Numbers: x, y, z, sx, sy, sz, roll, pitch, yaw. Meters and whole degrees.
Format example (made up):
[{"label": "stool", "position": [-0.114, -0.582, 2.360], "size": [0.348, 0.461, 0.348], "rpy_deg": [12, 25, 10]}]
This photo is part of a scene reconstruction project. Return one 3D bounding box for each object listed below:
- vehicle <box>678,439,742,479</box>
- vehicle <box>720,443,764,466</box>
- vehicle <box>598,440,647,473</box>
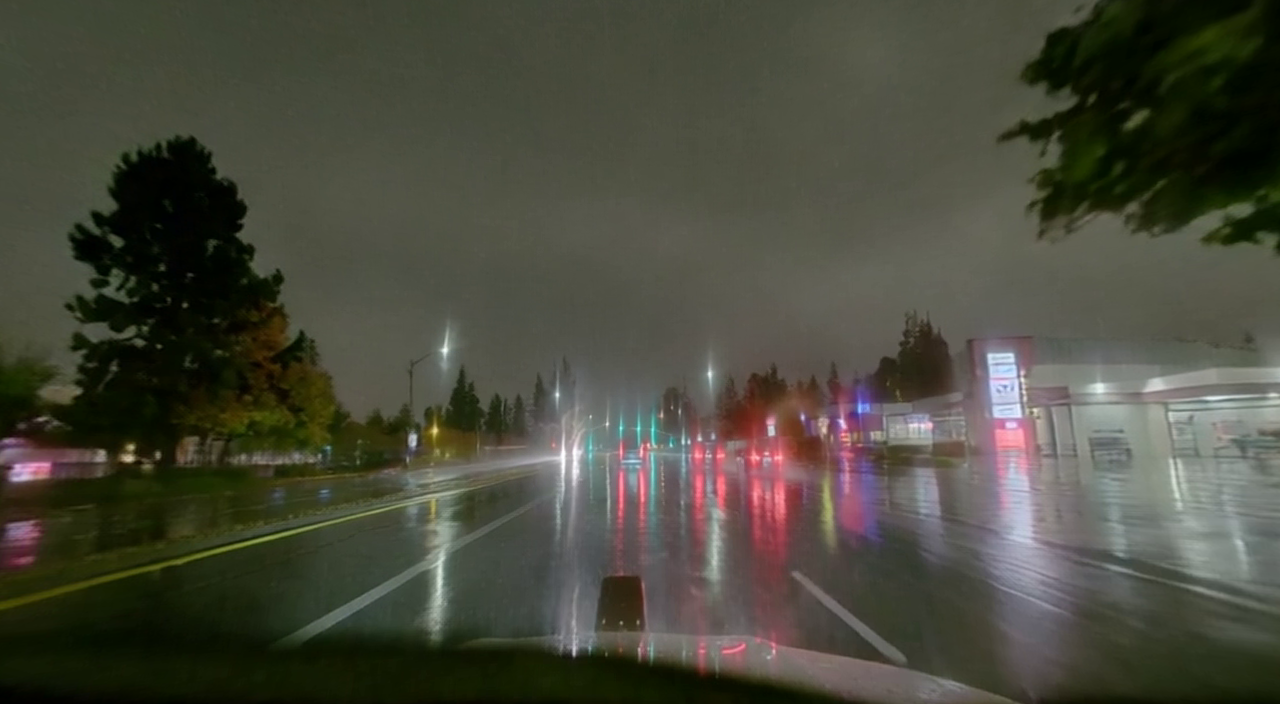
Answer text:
[{"label": "vehicle", "position": [2.831, 4.448, 26.617], "size": [2.057, 1.491, 4.675], "rpy_deg": [0, -8, -1]}, {"label": "vehicle", "position": [6.336, 6.399, 39.637], "size": [2.068, 1.393, 3.874], "rpy_deg": [0, -8, -1]}, {"label": "vehicle", "position": [-0.800, 5.097, 31.047], "size": [2.242, 1.474, 4.127], "rpy_deg": [0, -8, 0]}]
